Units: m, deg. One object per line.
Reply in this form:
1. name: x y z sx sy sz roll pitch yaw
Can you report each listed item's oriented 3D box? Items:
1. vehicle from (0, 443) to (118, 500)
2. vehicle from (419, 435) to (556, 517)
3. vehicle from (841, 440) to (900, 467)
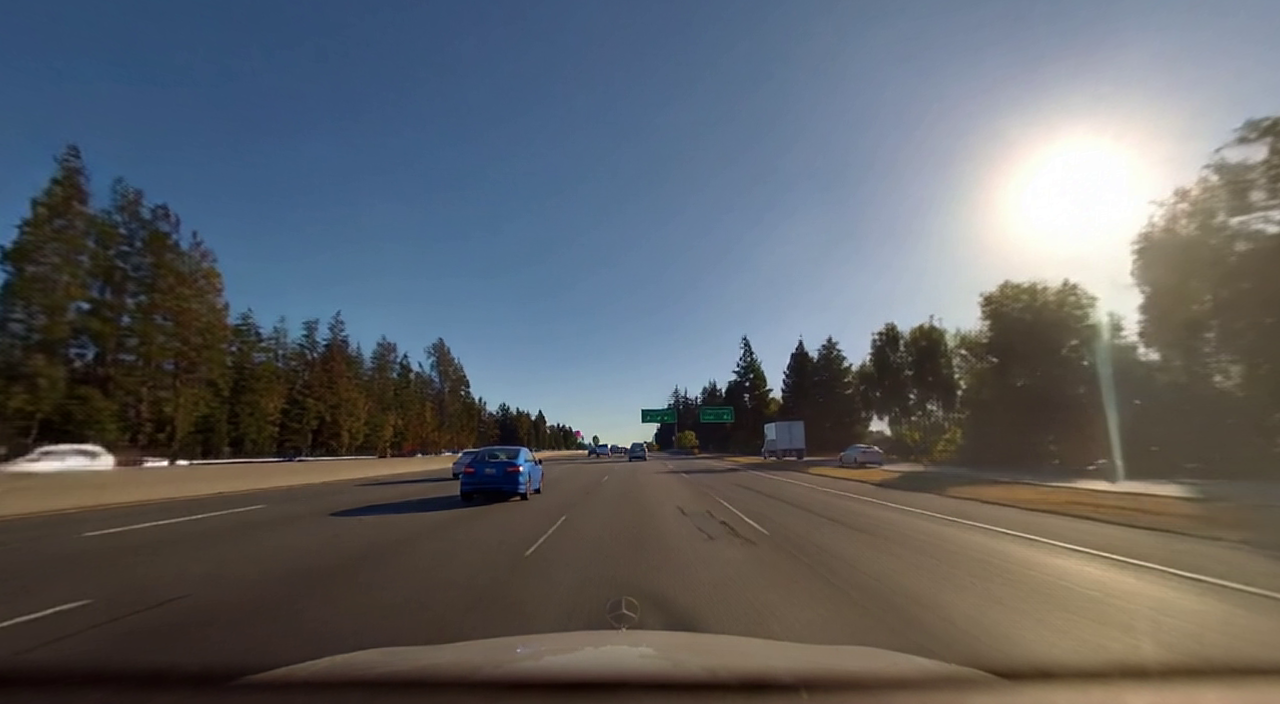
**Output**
1. vehicle: -21.378 4.134 22.263 1.916 1.804 4.712 0 -9 0
2. vehicle: -3.214 2.715 14.284 2.020 1.554 4.137 0 -9 0
3. vehicle: 15.646 6.882 43.106 2.081 1.707 4.756 0 -9 -2
